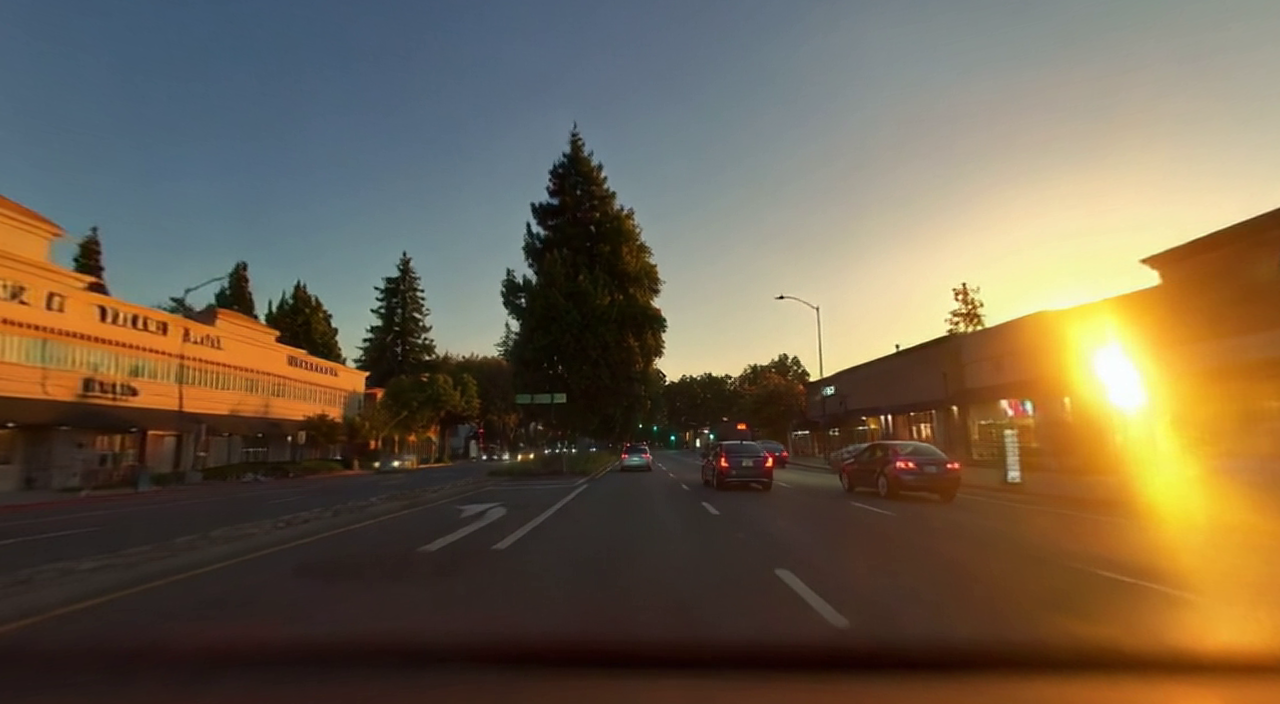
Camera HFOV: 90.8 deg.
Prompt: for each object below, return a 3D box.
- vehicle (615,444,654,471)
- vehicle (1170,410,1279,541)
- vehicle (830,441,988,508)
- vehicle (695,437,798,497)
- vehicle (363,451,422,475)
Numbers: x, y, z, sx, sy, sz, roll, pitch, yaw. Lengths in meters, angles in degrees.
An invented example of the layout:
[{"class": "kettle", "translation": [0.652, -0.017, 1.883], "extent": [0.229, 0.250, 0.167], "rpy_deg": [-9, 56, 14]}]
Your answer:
[{"class": "vehicle", "translation": [-0.291, 5.967, 35.984], "extent": [2.052, 1.461, 4.324], "rpy_deg": [0, -8, 0]}, {"class": "vehicle", "translation": [10.509, 1.700, 8.550], "extent": [2.248, 1.899, 4.942], "rpy_deg": [0, -8, -2]}, {"class": "vehicle", "translation": [6.600, 3.024, 16.187], "extent": [1.952, 1.449, 4.544], "rpy_deg": [0, -8, -2]}, {"class": "vehicle", "translation": [2.964, 3.319, 18.712], "extent": [2.072, 1.545, 4.578], "rpy_deg": [0, -8, -2]}, {"class": "vehicle", "translation": [-16.085, 7.215, 41.326], "extent": [1.921, 1.480, 4.577], "rpy_deg": [0, -8, 1]}]
